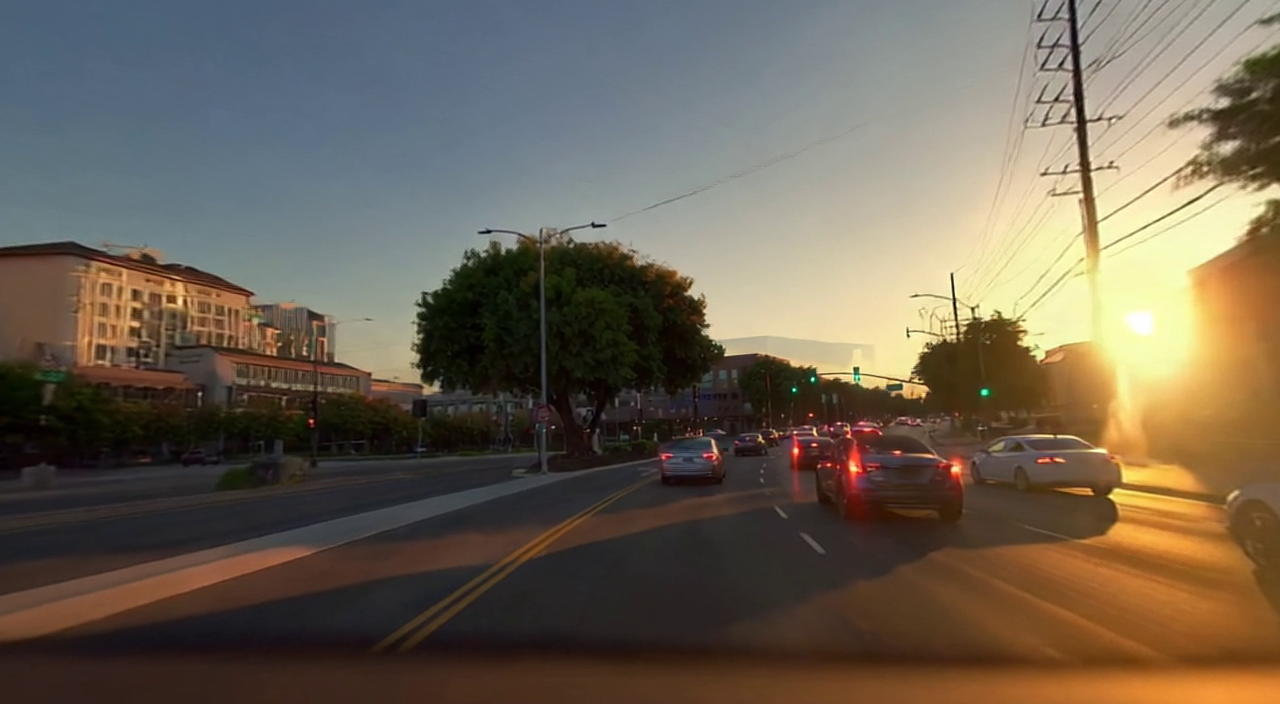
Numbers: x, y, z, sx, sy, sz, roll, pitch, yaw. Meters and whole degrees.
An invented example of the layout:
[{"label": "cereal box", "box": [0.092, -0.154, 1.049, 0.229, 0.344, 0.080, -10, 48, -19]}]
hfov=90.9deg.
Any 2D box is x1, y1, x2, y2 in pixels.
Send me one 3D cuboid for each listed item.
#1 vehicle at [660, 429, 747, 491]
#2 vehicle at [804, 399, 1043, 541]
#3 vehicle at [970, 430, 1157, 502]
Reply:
[{"label": "vehicle", "box": [1.899, 3.000, 17.861, 2.168, 1.527, 4.174, -1, -8, 9]}, {"label": "vehicle", "box": [4.305, 1.884, 10.671, 2.119, 1.810, 4.848, -1, -8, 5]}, {"label": "vehicle", "box": [9.982, 2.700, 15.380, 1.882, 1.463, 4.543, -1, -8, 8]}]
